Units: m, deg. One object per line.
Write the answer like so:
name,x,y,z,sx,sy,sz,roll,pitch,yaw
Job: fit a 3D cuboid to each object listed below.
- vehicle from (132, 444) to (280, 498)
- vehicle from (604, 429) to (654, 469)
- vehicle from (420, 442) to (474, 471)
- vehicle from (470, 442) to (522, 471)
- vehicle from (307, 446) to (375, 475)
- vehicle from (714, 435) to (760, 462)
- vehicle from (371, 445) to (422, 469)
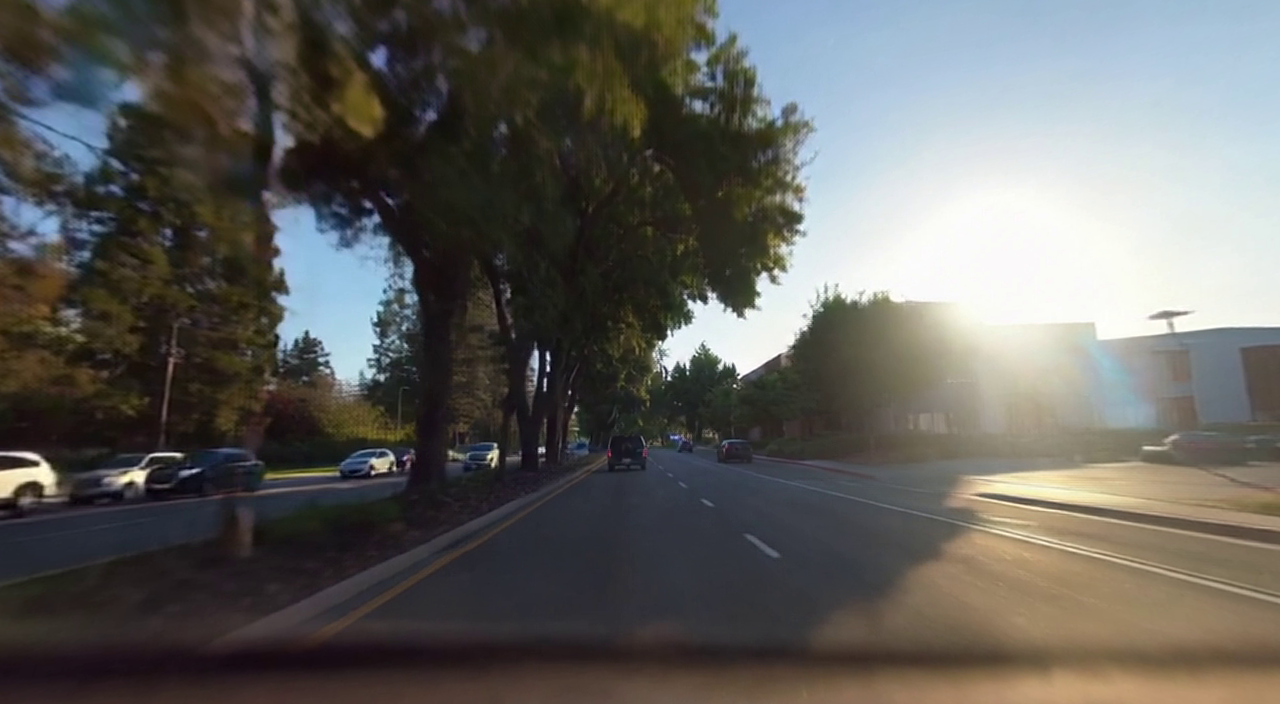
vehicle,-14.728,4.000,21.808,1.950,1.655,4.395,0,-8,0
vehicle,-0.547,5.112,33.399,2.411,1.937,5.186,0,-8,-1
vehicle,-11.414,6.191,37.655,1.904,1.622,4.225,0,-8,-1
vehicle,-8.001,5.825,35.409,1.964,1.478,4.368,0,-8,-1
vehicle,-18.630,6.744,39.631,1.980,1.712,4.535,0,-8,1
vehicle,6.778,6.835,44.816,2.364,1.781,4.854,0,-8,-2
vehicle,-18.400,7.934,47.990,1.999,1.682,4.914,0,-8,-1
